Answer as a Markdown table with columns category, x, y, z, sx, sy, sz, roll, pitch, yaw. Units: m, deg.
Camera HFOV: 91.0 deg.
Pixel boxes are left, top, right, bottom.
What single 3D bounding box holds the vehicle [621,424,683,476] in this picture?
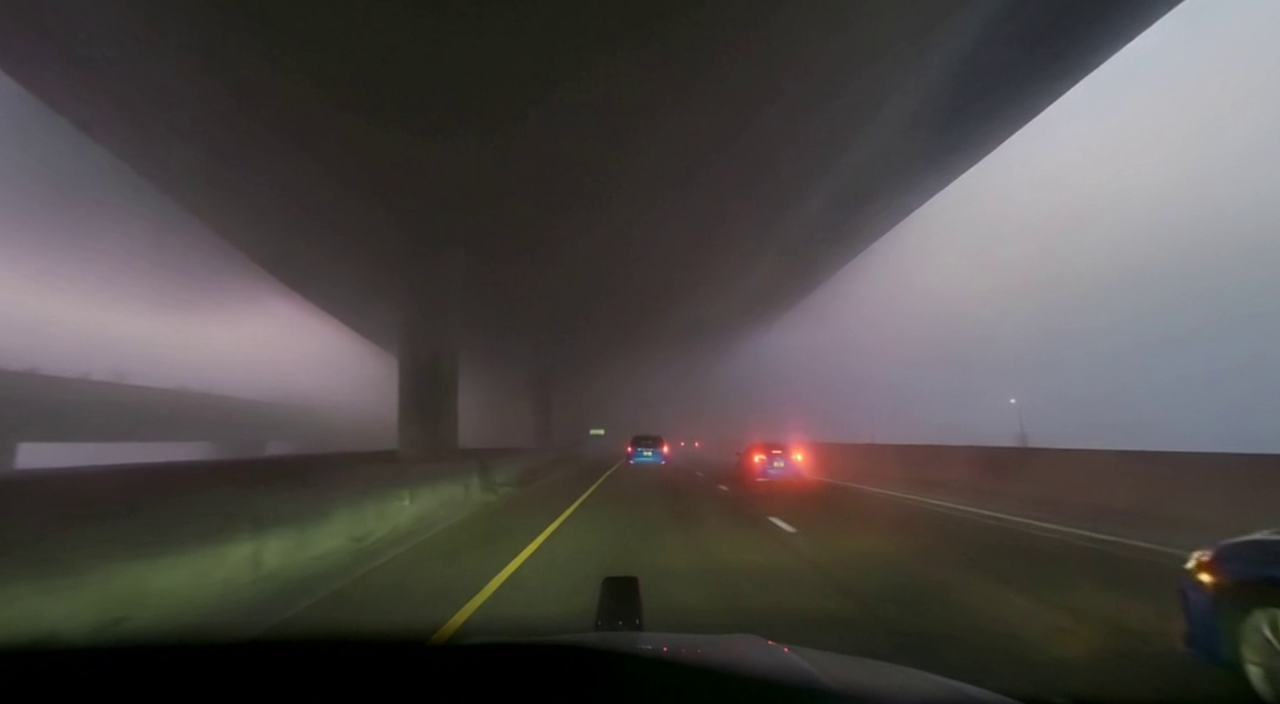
| category | x | y | z | sx | sy | sz | roll | pitch | yaw |
| --- | --- | --- | --- | --- | --- | --- | --- | --- | --- |
| vehicle | 0.443 | 3.912 | 25.364 | 2.264 | 1.841 | 4.583 | 1 | -8 | 0 |

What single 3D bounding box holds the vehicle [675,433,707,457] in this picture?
| category | x | y | z | sx | sy | sz | roll | pitch | yaw |
| --- | --- | --- | --- | --- | --- | --- | --- | --- | --- |
| vehicle | 3.864 | 7.111 | 48.335 | 2.047 | 1.700 | 4.069 | 1 | -8 | -1 |

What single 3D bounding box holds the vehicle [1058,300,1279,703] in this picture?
| category | x | y | z | sx | sy | sz | roll | pitch | yaw |
| --- | --- | --- | --- | --- | --- | --- | --- | --- | --- |
| vehicle | 4.133 | 0.596 | 1.486 | 2.404 | 2.014 | 5.655 | 1 | -8 | 0 |

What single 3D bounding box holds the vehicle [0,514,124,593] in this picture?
| category | x | y | z | sx | sy | sz | roll | pitch | yaw |
| --- | --- | --- | --- | --- | --- | --- | --- | --- | --- |
| vehicle | -19.284 | 6.308 | 20.123 | 1.939 | 1.689 | 4.298 | 1 | -8 | -2 |

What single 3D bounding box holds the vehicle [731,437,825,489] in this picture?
| category | x | y | z | sx | sy | sz | roll | pitch | yaw |
| --- | --- | --- | --- | --- | --- | --- | --- | --- | --- |
| vehicle | 4.330 | 3.528 | 20.438 | 2.047 | 1.500 | 4.017 | 1 | -8 | -2 |
